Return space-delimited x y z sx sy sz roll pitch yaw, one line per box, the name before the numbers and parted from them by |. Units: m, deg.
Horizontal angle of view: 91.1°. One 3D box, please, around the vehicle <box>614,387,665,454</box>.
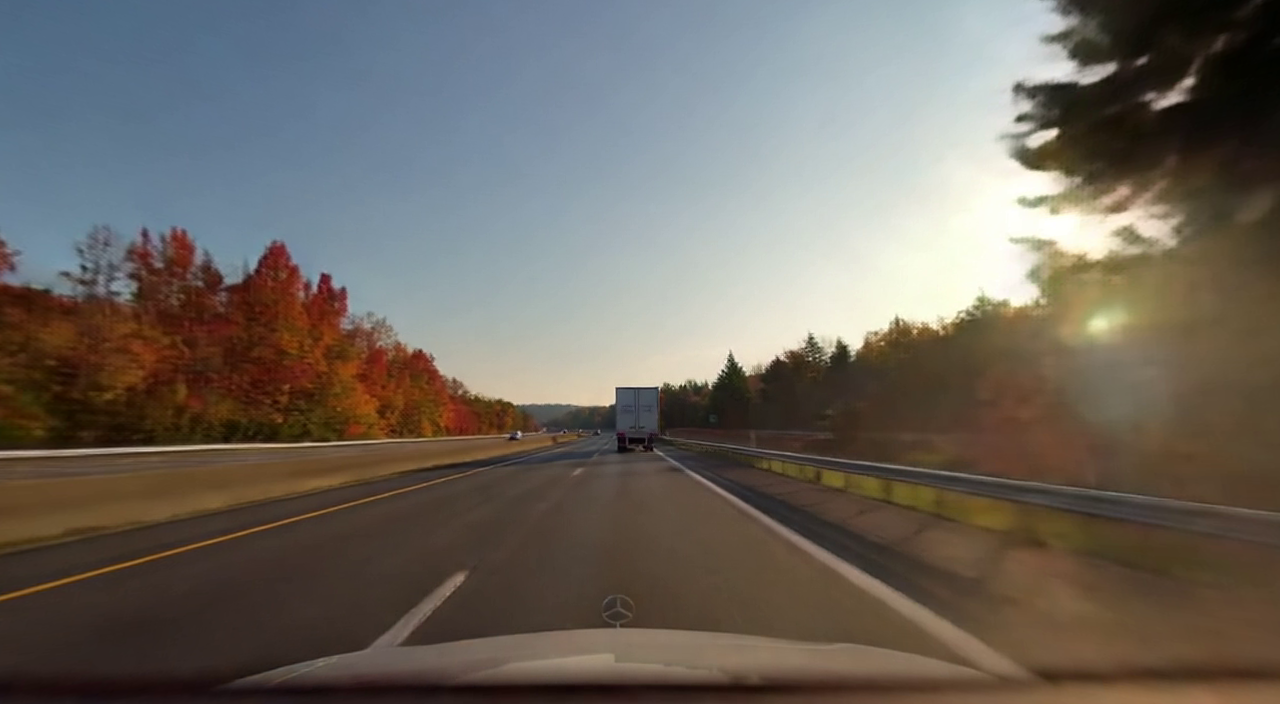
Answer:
vehicle | -0.193 4.897 43.549 3.013 4.016 11.496 0 -8 -2
